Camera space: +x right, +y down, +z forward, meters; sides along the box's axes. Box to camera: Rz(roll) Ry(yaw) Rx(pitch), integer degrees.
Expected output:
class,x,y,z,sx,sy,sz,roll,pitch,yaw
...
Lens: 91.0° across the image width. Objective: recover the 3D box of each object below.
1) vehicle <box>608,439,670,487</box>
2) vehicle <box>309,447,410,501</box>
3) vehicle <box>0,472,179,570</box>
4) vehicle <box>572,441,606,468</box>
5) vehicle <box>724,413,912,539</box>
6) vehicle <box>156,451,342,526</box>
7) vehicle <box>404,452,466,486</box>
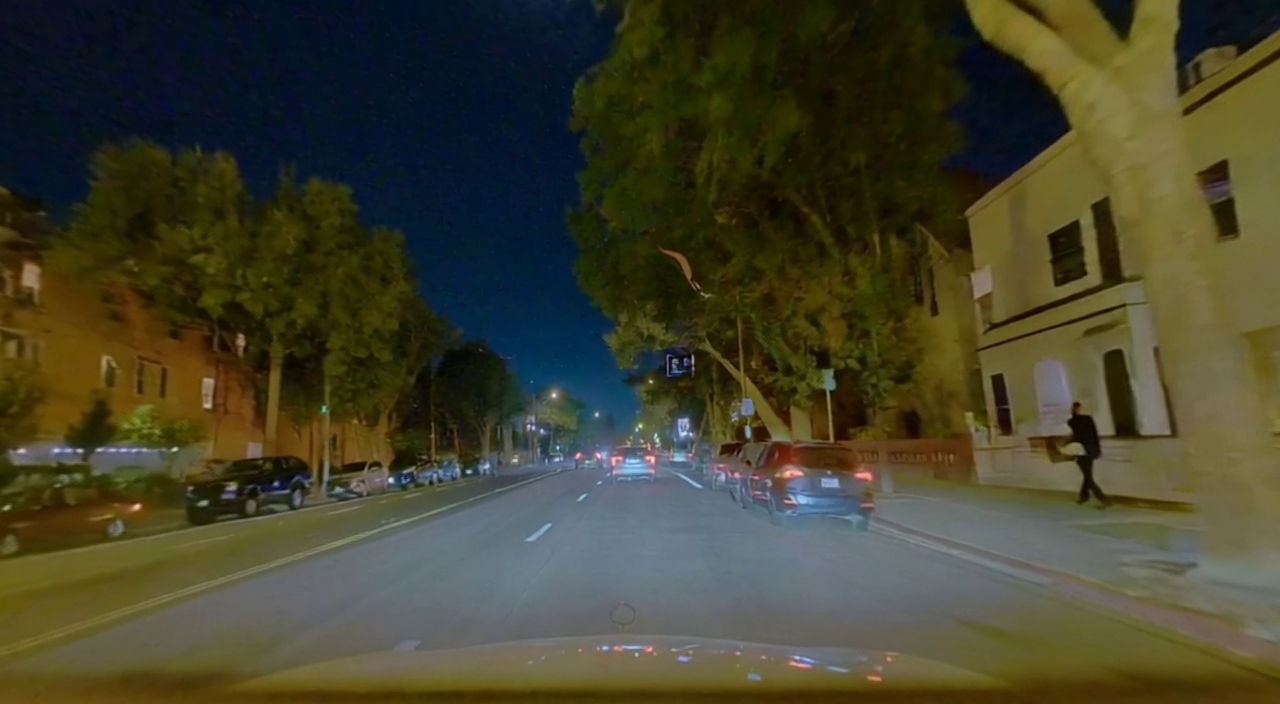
class,x,y,z,sx,sy,sz,roll,pitch,yaw
vehicle,-0.040,3.886,22.384,1.998,1.518,4.015,0,-8,0
vehicle,-12.192,5.278,27.819,2.210,2.148,4.849,0,-8,0
vehicle,-11.903,3.265,12.652,1.913,1.475,4.372,0,-8,0
vehicle,-3.532,7.155,44.115,1.983,1.841,4.013,0,-8,0
vehicle,2.745,2.042,10.939,1.969,1.725,4.387,0,-8,0
vehicle,-12.062,4.178,20.149,2.109,1.941,6.025,0,-8,0
vehicle,-12.120,6.931,37.516,2.026,1.791,4.909,0,-8,0
